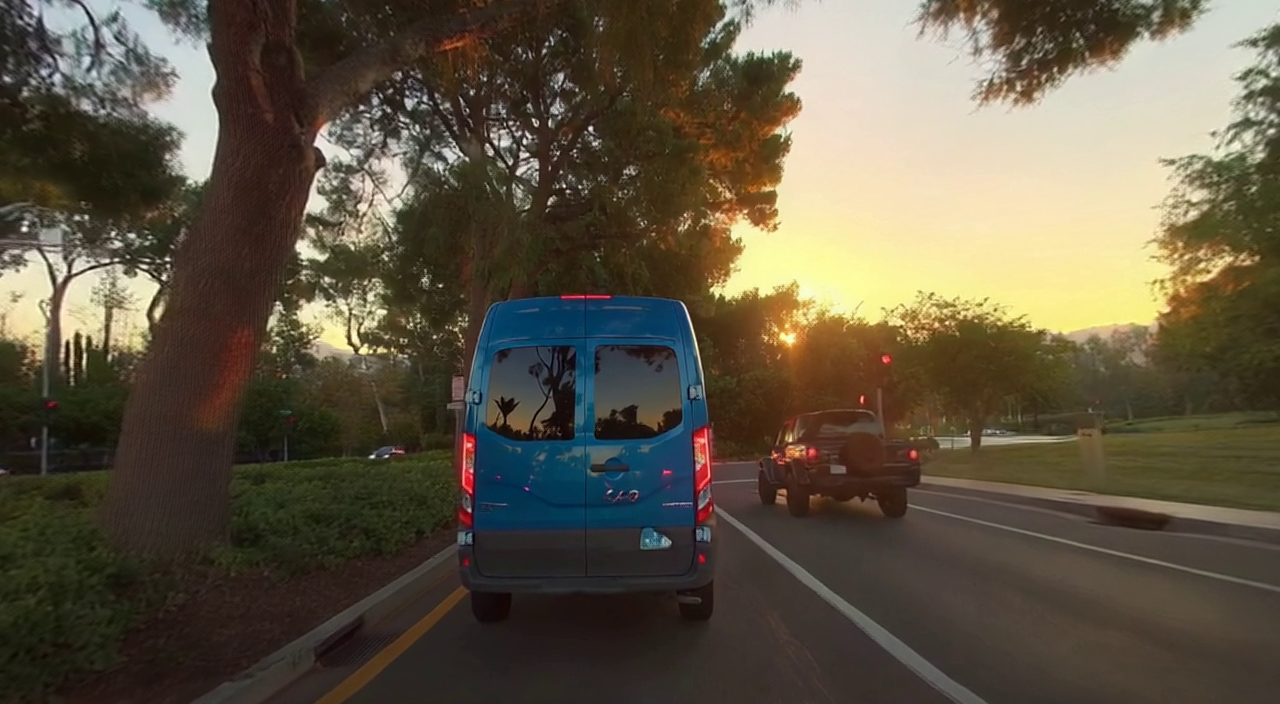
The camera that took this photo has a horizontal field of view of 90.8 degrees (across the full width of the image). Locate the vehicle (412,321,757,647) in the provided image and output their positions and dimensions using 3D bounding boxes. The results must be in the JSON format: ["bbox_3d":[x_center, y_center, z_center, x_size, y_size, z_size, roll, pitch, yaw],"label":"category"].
[{"bbox_3d":[-0.307,1.130,6.195,2.145,2.046,4.309,0,-9,1],"label":"vehicle"}]

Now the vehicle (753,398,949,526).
[{"bbox_3d":[3.477,1.923,11.372,1.988,1.873,3.968,0,-9,-2],"label":"vehicle"}]
